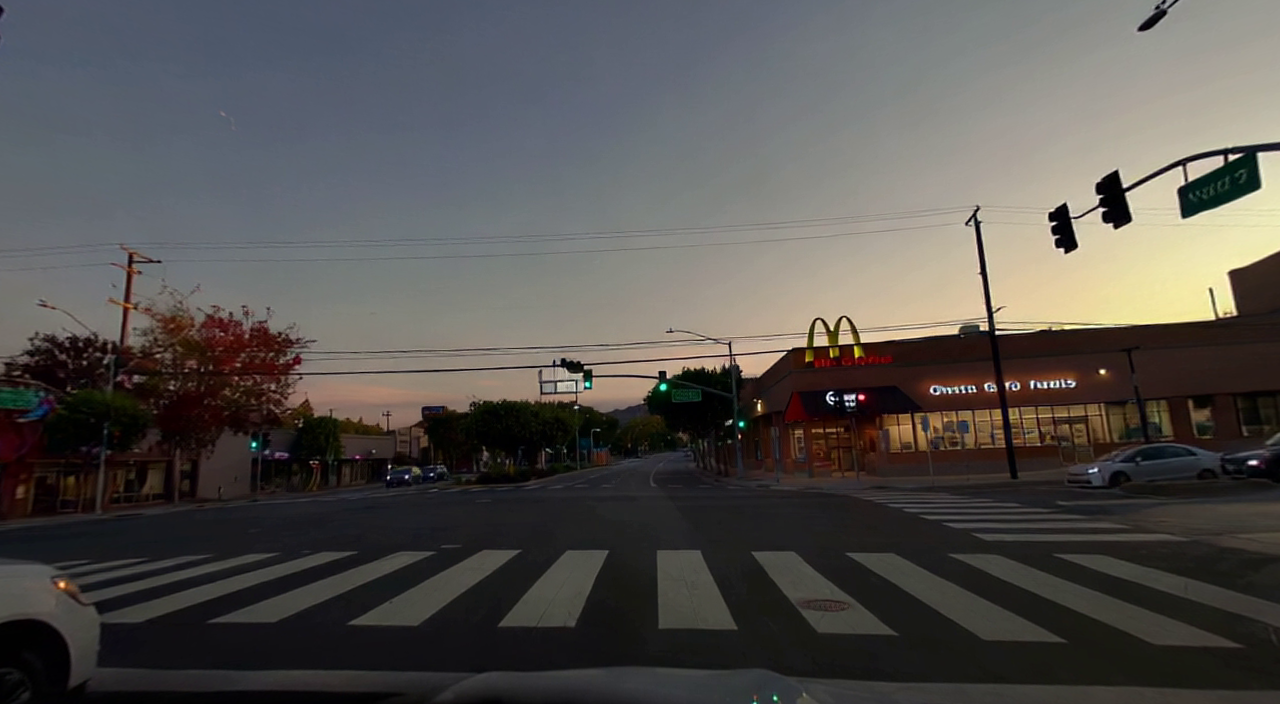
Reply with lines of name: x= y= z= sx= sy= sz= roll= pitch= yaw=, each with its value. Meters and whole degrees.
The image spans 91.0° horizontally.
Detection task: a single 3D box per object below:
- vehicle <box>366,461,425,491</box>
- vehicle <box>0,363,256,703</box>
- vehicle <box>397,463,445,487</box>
vehicle: x=-19.203 y=9.732 z=49.803 sx=2.227 sy=2.033 sz=5.614 roll=0 pitch=-9 yaw=1
vehicle: x=-3.411 y=0.738 z=1.411 sx=2.081 sy=1.644 sz=4.523 roll=0 pitch=-9 yaw=2
vehicle: x=-15.739 y=8.833 z=45.415 sx=1.931 sy=1.471 sz=4.152 roll=0 pitch=-9 yaw=0
